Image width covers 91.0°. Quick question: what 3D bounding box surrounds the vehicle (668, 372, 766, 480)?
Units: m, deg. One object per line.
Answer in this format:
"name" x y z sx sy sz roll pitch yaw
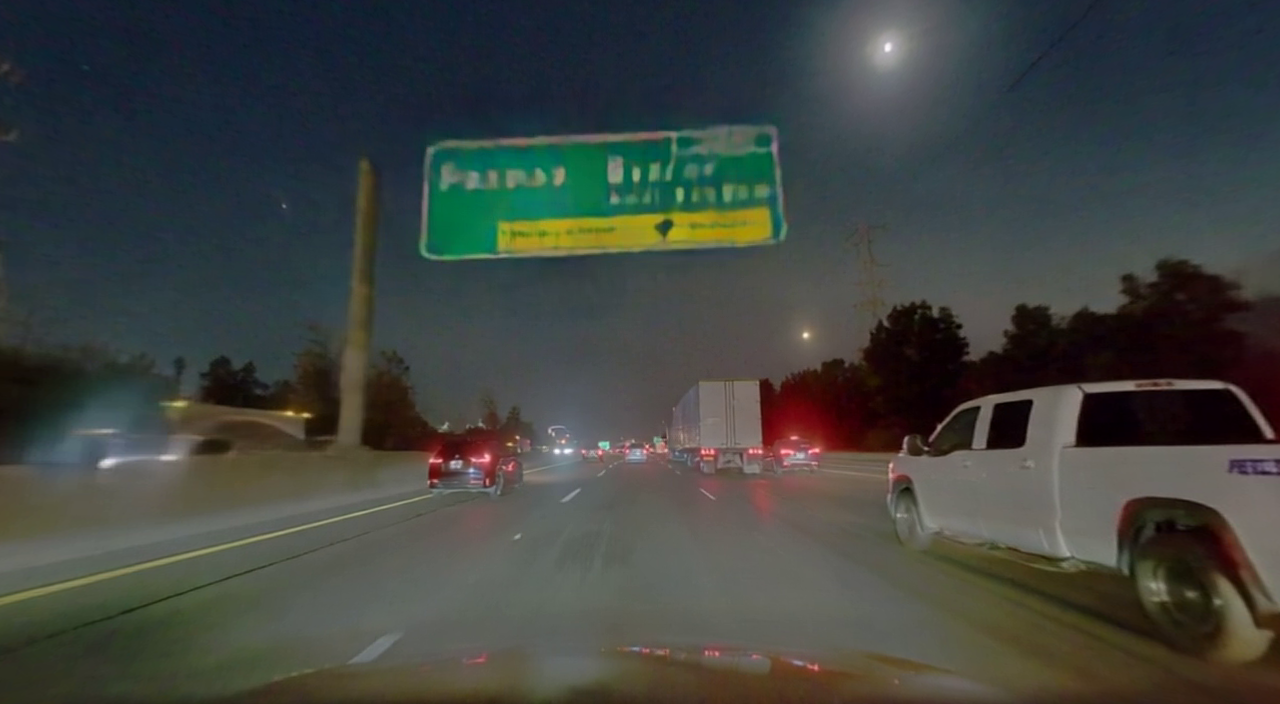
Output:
"vehicle" 3.316 3.976 32.248 2.907 4.109 16.177 0 -8 0

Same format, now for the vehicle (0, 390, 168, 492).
"vehicle" -22.352 3.363 23.700 3.028 3.310 7.561 0 -8 1

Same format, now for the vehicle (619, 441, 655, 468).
"vehicle" -0.150 6.153 37.995 2.047 1.485 3.938 0 -8 1

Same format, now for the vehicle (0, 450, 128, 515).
"vehicle" -14.907 3.156 15.591 1.519 1.378 3.435 0 -8 0

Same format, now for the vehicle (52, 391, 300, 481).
"vehicle" -22.484 4.365 32.253 2.779 3.662 12.891 0 -8 1

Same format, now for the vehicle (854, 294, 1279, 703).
"vehicle" 3.452 1.007 4.331 2.132 1.869 4.978 0 -8 -1

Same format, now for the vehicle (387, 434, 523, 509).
"vehicle" -4.158 2.732 14.850 1.968 1.507 3.829 0 -8 1

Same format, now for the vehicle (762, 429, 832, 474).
"vehicle" 7.380 4.742 30.156 2.079 1.938 4.630 0 -8 -1
